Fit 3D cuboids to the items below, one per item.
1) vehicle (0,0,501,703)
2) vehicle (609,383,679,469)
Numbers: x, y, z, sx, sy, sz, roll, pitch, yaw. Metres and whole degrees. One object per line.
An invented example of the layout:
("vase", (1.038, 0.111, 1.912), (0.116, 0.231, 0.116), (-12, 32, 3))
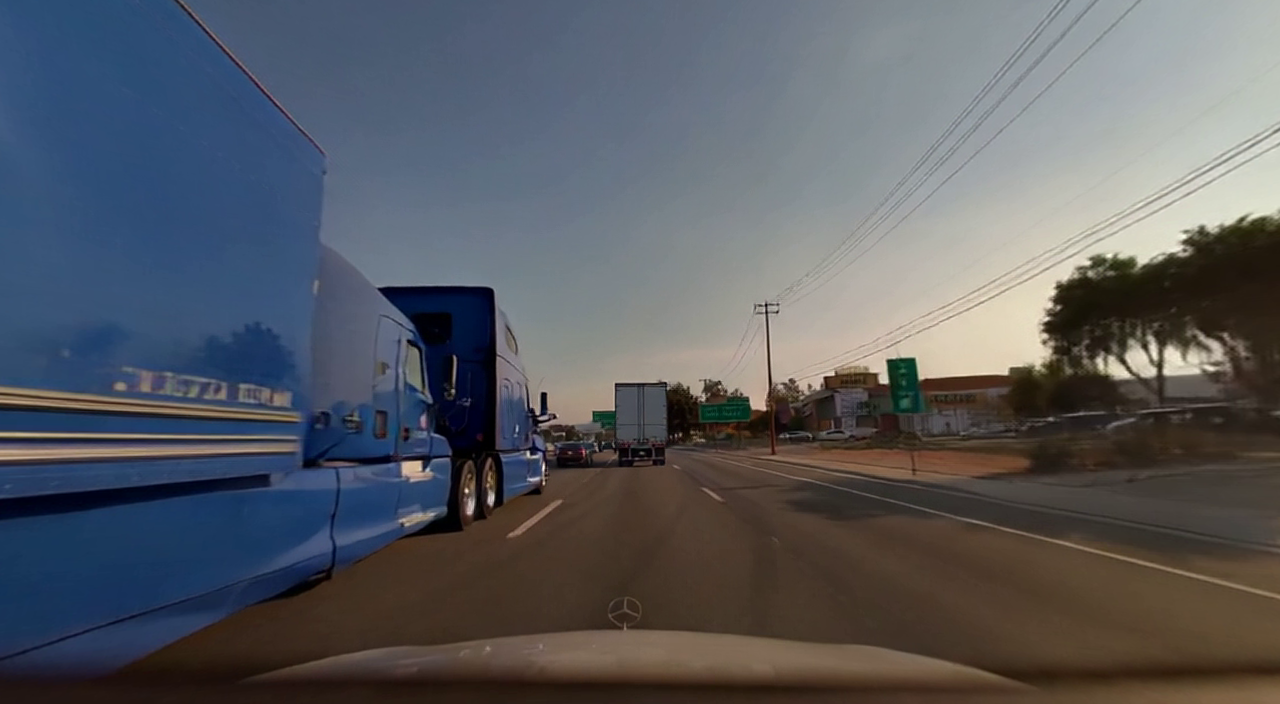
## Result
("vehicle", (-3.923, -0.203, 3.116), (2.875, 4.083, 15.756), (0, -9, 0))
("vehicle", (0.166, 3.836, 31.526), (2.941, 3.604, 9.851), (0, -9, 0))
